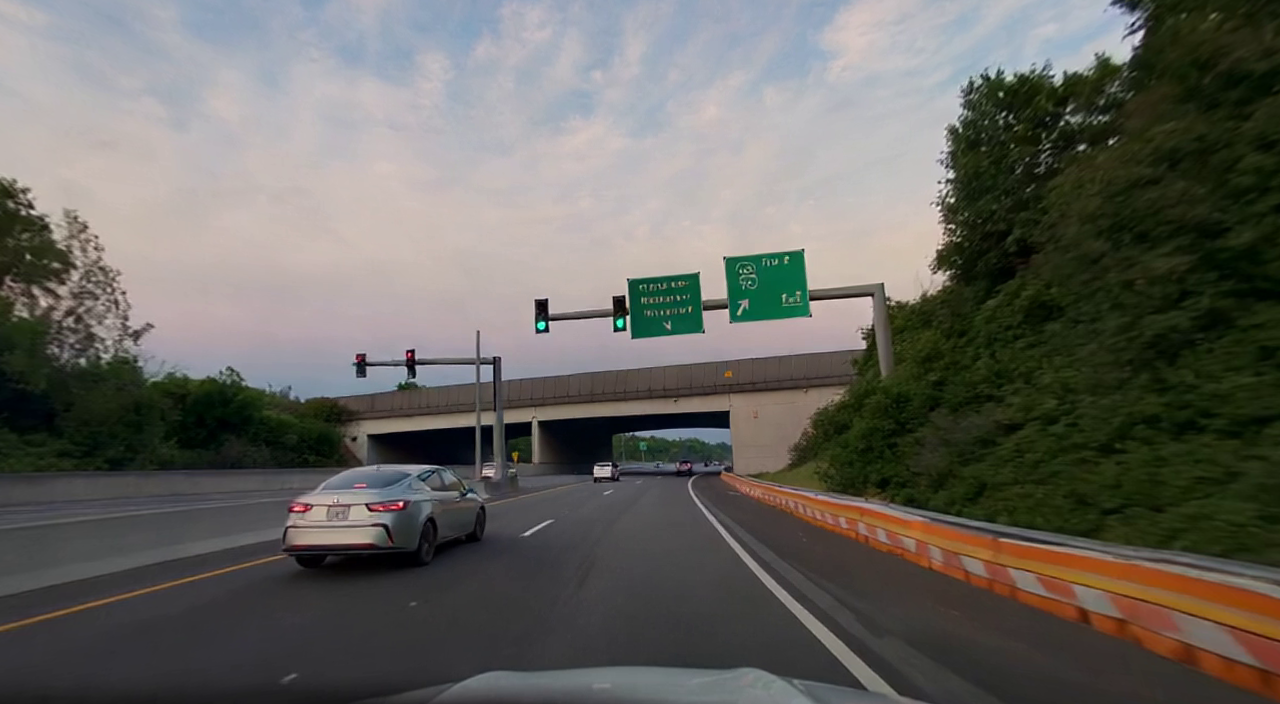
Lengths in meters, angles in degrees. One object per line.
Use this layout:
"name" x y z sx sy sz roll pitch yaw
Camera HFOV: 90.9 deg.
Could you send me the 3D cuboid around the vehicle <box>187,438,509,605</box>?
"vehicle" -3.061 1.876 7.652 1.992 1.466 3.690 0 -10 2
